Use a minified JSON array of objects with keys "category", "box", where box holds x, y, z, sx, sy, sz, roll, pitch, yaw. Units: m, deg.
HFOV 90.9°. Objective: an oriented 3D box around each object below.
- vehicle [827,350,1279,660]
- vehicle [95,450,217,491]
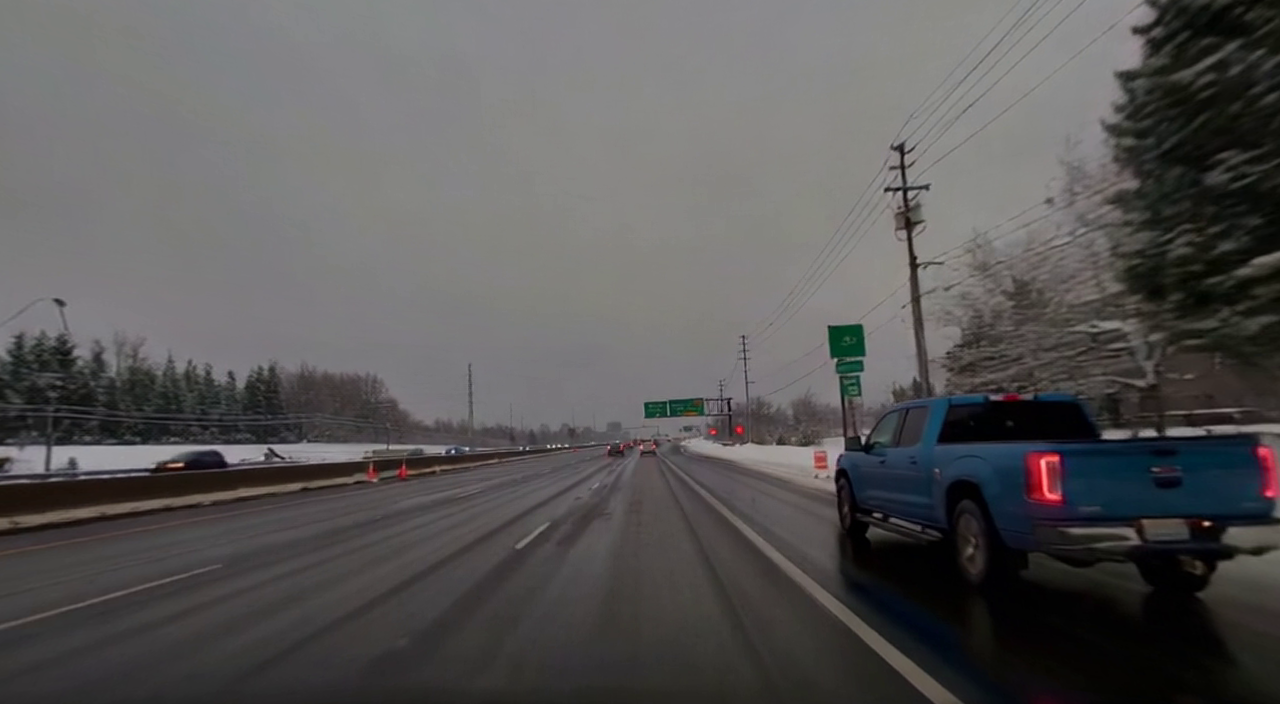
[{"category":"vehicle","box":[3.817,1.275,6.457,2.186,1.840,5.289,0,-8,0]},{"category":"vehicle","box":[-24.014,5.850,31.608,1.932,1.767,5.179,0,-8,1]}]
